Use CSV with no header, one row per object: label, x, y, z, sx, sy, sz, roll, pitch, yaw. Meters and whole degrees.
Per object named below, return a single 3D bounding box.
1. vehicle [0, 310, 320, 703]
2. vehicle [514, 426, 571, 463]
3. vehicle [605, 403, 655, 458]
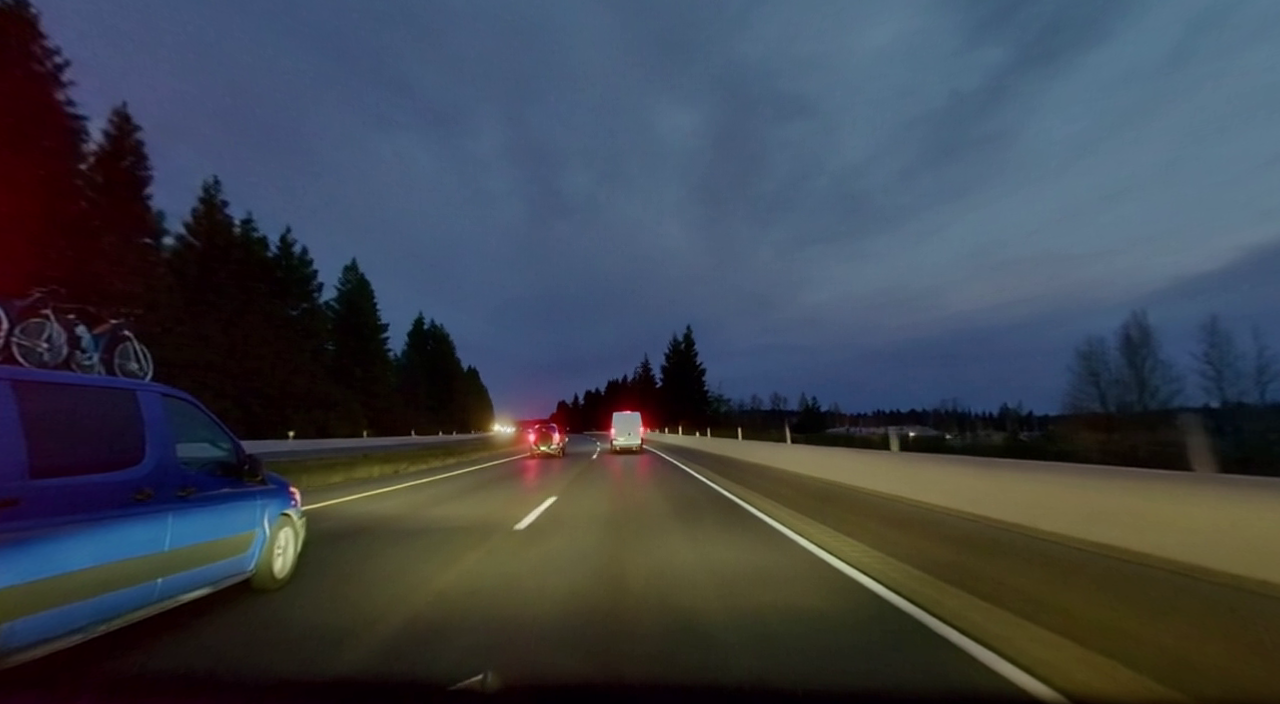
vehicle,-3.619,0.734,2.702,2.069,1.751,4.720,0,-8,-1
vehicle,-4.609,4.429,30.446,2.110,1.636,4.453,0,-8,-1
vehicle,-0.682,4.574,36.459,2.647,2.896,6.480,1,-8,-3
